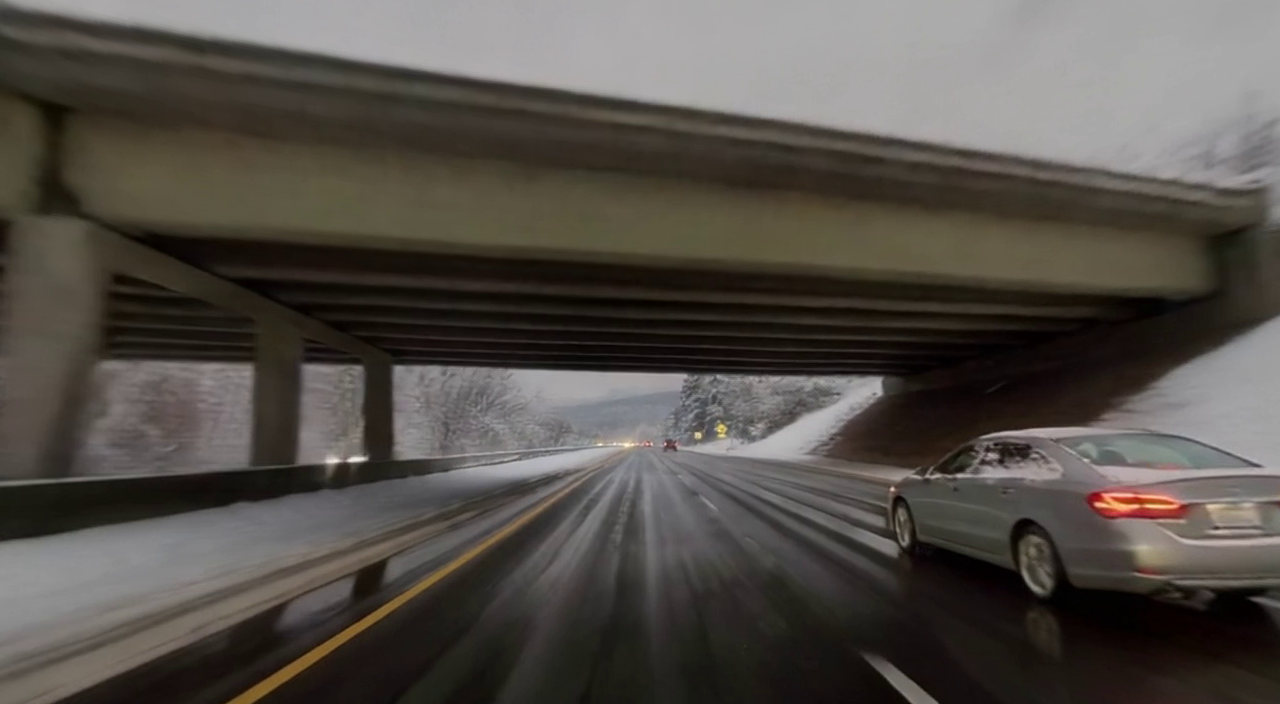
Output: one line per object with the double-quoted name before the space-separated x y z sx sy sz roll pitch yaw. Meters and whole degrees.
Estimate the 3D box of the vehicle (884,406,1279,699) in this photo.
"vehicle" 4.183 1.371 5.663 2.027 1.487 4.718 0 -8 -1

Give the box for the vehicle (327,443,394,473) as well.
"vehicle" -17.271 6.545 39.278 2.068 1.709 4.499 0 -8 0
